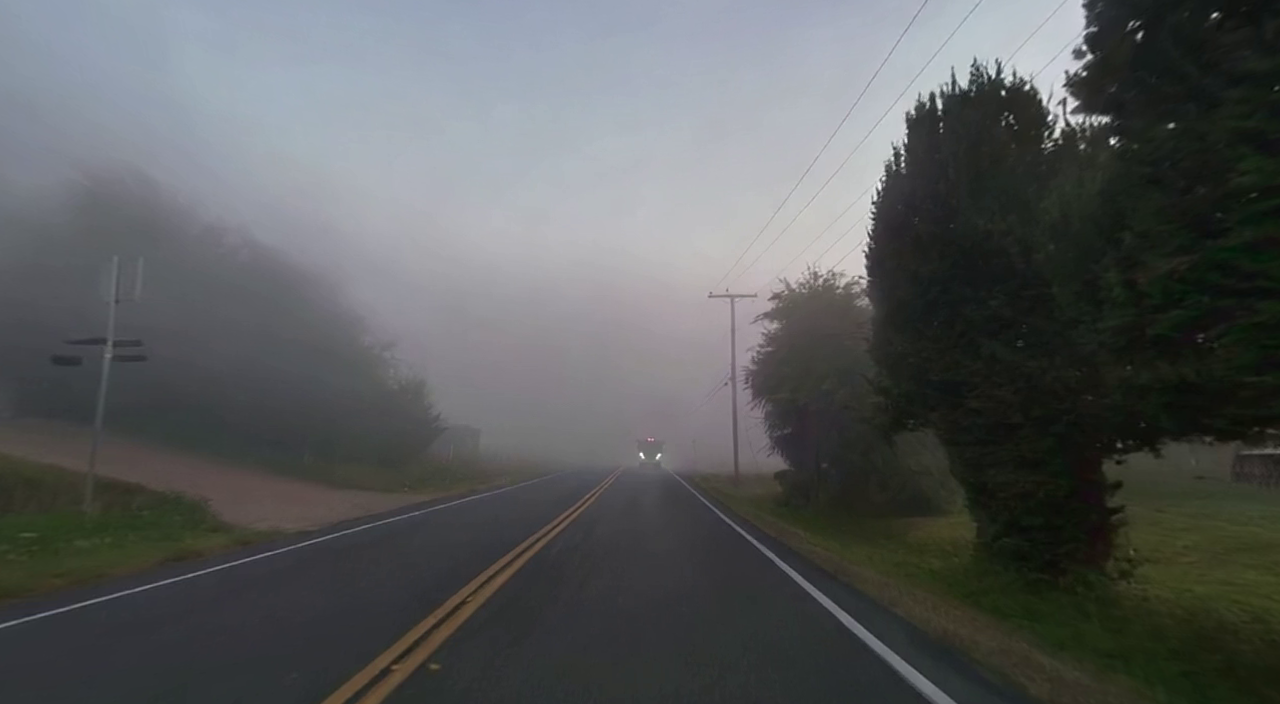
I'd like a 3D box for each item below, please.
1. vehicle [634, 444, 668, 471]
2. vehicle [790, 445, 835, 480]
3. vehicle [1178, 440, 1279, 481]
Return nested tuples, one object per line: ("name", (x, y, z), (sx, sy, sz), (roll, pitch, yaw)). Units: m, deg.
("vehicle", (0.792, 7.697, 46.108), (2.319, 1.843, 4.513), (0, -8, 1))
("vehicle", (11.072, 7.094, 40.591), (2.077, 1.919, 4.690), (-4, -8, 7))
("vehicle", (31.504, 5.507, 32.121), (5.480, 1.948, 2.344), (-1, -7, 8))
